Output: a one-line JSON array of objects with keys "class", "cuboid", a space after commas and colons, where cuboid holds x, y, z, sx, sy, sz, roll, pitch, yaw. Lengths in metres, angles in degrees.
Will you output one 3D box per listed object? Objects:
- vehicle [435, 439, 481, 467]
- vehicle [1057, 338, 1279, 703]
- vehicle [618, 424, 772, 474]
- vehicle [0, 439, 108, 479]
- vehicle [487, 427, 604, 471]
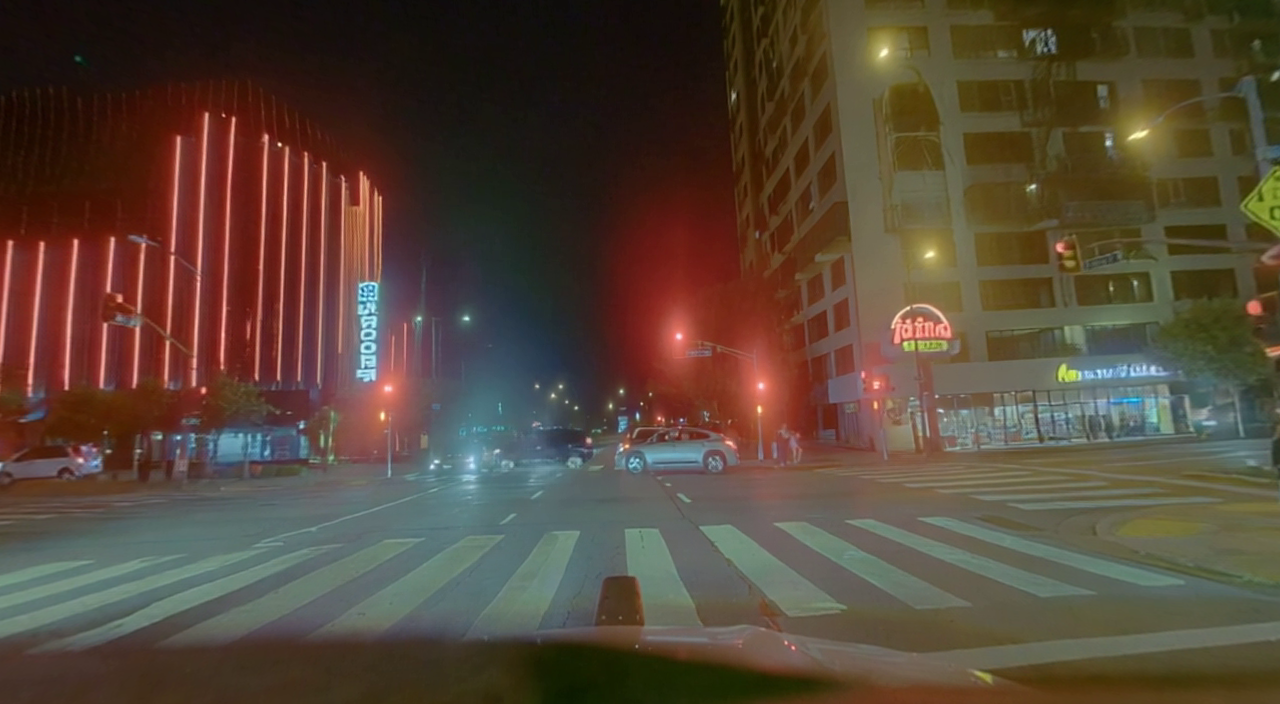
[{"class": "vehicle", "cuboid": [-10.937, 6.091, 38.266, 1.885, 1.545, 4.124, 0, -8, -5]}, {"class": "vehicle", "cuboid": [3.024, 0.612, 0.872, 1.866, 1.654, 4.354, 0, -8, 0]}, {"class": "vehicle", "cuboid": [1.690, 3.107, 20.379, 4.612, 1.521, 1.811, 1, -9, -10]}, {"class": "vehicle", "cuboid": [-31.528, 5.614, 33.551, 2.205, 1.903, 5.877, 1, -9, -10]}, {"class": "vehicle", "cuboid": [-3.775, 3.895, 25.559, 4.513, 1.682, 1.810, 1, -9, -7]}]
